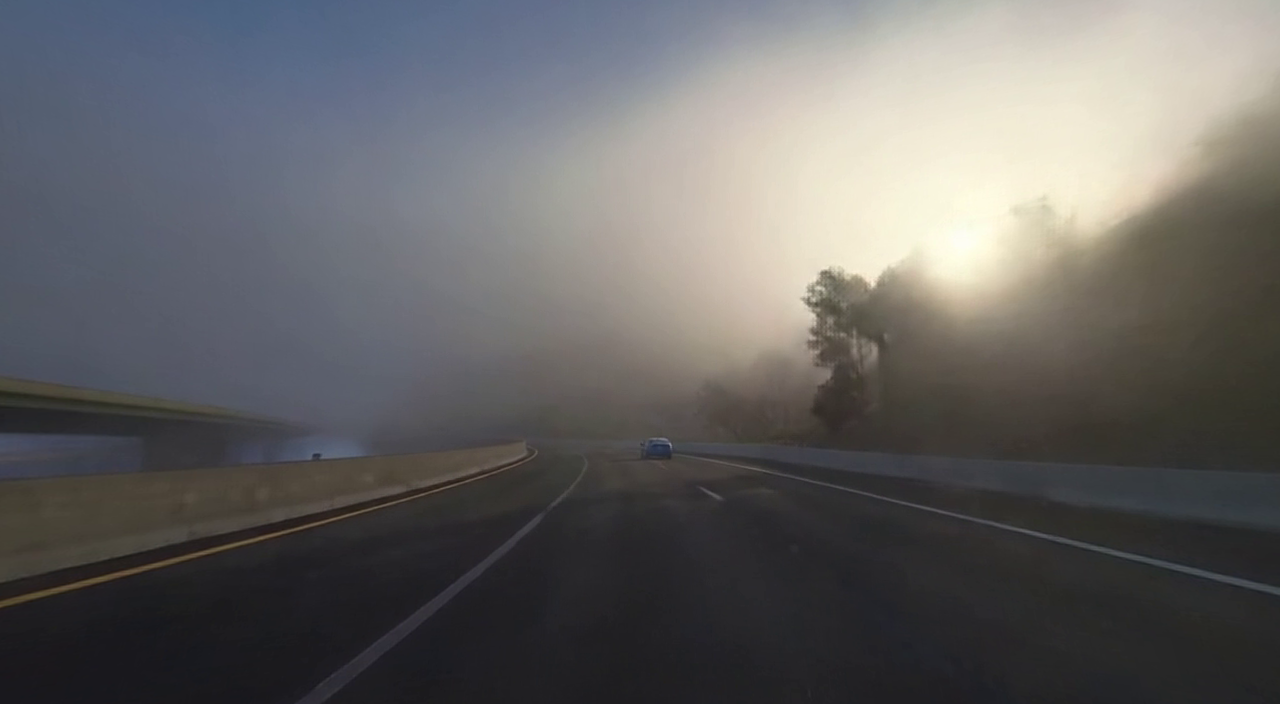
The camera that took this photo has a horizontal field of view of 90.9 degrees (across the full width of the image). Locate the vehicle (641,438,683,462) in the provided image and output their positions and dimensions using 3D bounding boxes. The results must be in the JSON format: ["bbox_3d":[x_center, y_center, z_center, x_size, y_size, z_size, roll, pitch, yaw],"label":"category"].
[{"bbox_3d":[1.317,6.298,40.502,1.985,1.440,4.466,1,-9,-7],"label":"vehicle"}]
